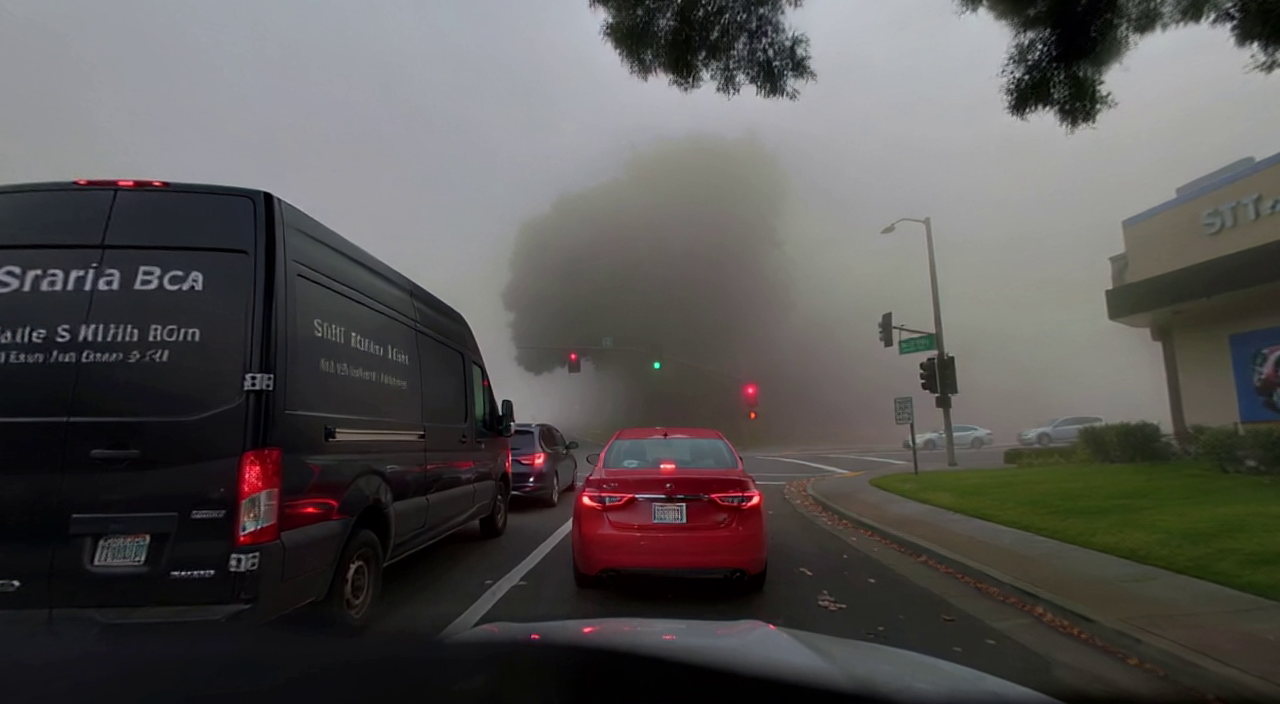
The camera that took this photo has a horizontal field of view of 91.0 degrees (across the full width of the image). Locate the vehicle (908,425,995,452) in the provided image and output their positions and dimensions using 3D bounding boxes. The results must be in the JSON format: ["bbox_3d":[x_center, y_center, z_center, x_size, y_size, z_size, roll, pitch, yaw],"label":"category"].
[{"bbox_3d":[21.972,6.157,44.520,5.021,1.848,2.210,1,-9,-9],"label":"vehicle"}]

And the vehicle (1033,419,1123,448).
[{"bbox_3d":[32.087,6.031,46.131,5.084,2.041,2.360,2,-9,-10],"label":"vehicle"}]

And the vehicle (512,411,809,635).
[{"bbox_3d":[0.308,1.690,7.314,2.398,1.773,4.254,-1,-8,4],"label":"vehicle"}]

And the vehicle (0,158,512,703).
[{"bbox_3d":[-3.119,0.916,5.854,2.555,3.035,5.702,0,-8,0],"label":"vehicle"}]
